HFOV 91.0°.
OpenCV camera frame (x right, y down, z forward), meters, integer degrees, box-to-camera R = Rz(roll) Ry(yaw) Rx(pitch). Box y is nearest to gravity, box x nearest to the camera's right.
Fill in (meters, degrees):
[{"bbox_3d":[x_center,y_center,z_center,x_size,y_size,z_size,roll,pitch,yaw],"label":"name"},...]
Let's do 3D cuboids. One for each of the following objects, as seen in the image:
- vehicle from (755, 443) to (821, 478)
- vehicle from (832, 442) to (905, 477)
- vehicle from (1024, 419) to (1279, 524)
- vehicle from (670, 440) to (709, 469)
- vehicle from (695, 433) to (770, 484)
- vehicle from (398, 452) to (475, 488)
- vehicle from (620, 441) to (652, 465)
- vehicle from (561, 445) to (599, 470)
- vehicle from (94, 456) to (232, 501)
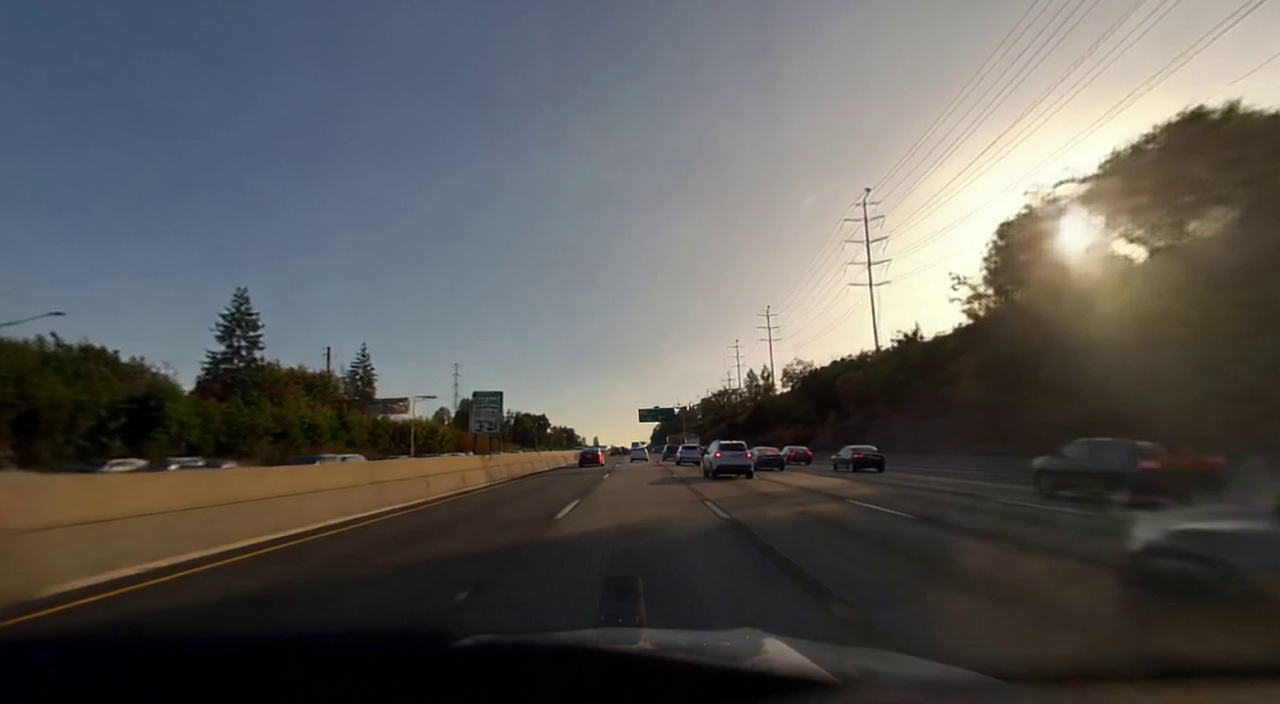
[{"bbox_3d":[6.776,4.996,29.346,1.909,1.507,4.471,0,-8,-1],"label":"vehicle"},{"bbox_3d":[10.440,4.913,29.050,1.850,1.492,3.767,0,-8,-1],"label":"vehicle"},{"bbox_3d":[10.242,2.309,12.682,2.154,1.725,4.381,0,-8,-1],"label":"vehicle"},{"bbox_3d":[3.173,6.709,41.449,2.111,1.755,4.459,0,-8,-2],"label":"vehicle"},{"bbox_3d":[3.537,4.188,25.016,2.138,1.826,4.783,0,-8,-1],"label":"vehicle"},{"bbox_3d":[-8.900,5.173,27.944,1.920,1.415,4.383,0,-9,1],"label":"vehicle"},{"bbox_3d":[-0.311,7.763,48.485,2.314,1.796,4.254,0,-8,-1],"label":"vehicle"},{"bbox_3d":[-3.772,6.710,40.361,2.051,1.510,4.373,0,-8,0],"label":"vehicle"},{"bbox_3d":[-22.866,6.036,30.556,2.159,1.884,5.705,0,-8,1],"label":"vehicle"}]
